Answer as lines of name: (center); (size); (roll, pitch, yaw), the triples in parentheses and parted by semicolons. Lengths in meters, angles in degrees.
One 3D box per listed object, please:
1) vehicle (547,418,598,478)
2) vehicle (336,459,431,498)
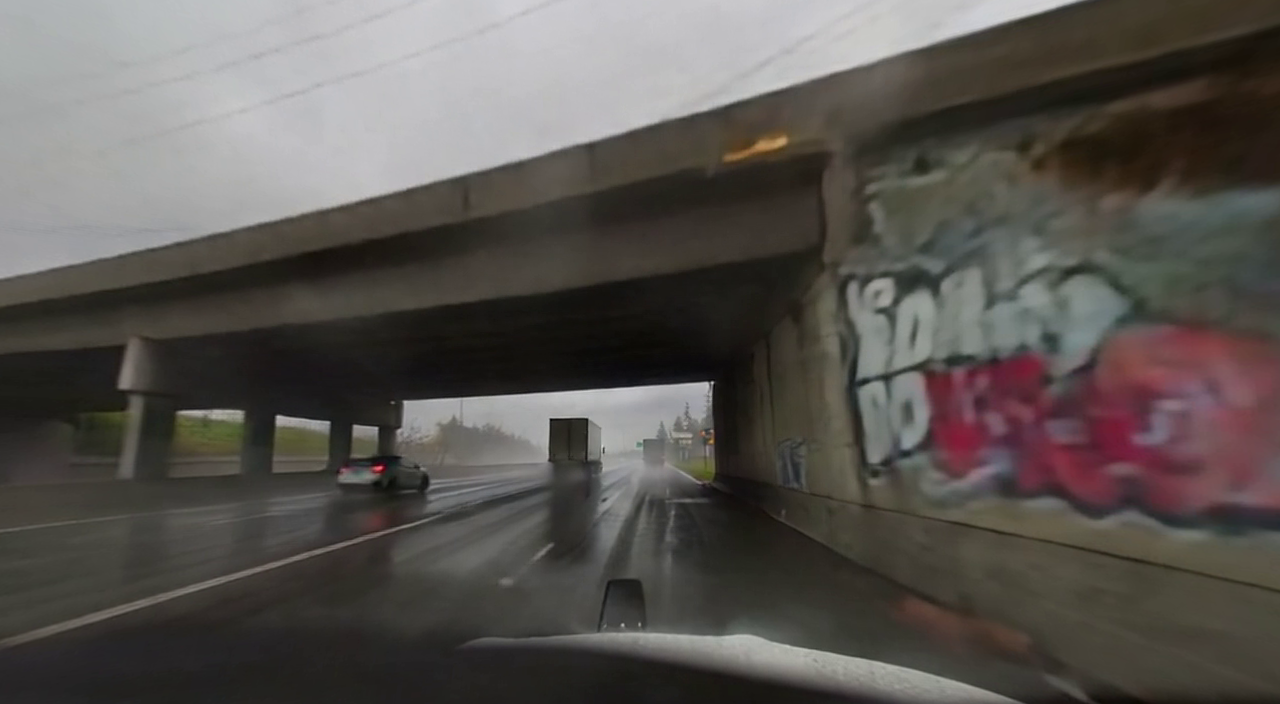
vehicle: (-4.927, 7.312, 47.939); (2.955, 4.022, 8.842); (0, -9, 0)
vehicle: (-10.320, 5.098, 25.736); (1.940, 1.381, 4.348); (-1, -9, 2)
